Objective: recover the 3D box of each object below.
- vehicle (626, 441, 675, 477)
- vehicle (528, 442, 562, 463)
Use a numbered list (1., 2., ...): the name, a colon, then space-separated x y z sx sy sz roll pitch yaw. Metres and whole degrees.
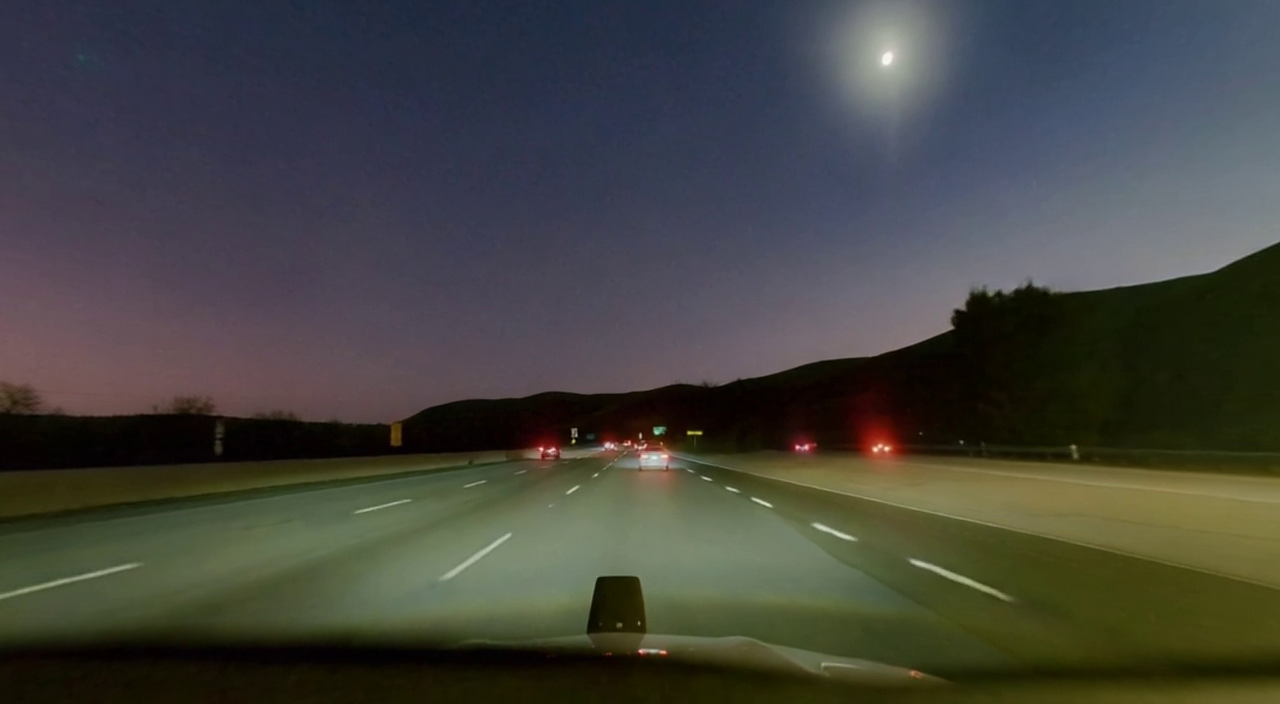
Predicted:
1. vehicle: 0.417 4.783 28.301 2.019 1.475 4.301 1 -9 -1
2. vehicle: -7.100 7.569 47.444 1.955 1.468 3.637 0 -9 0
